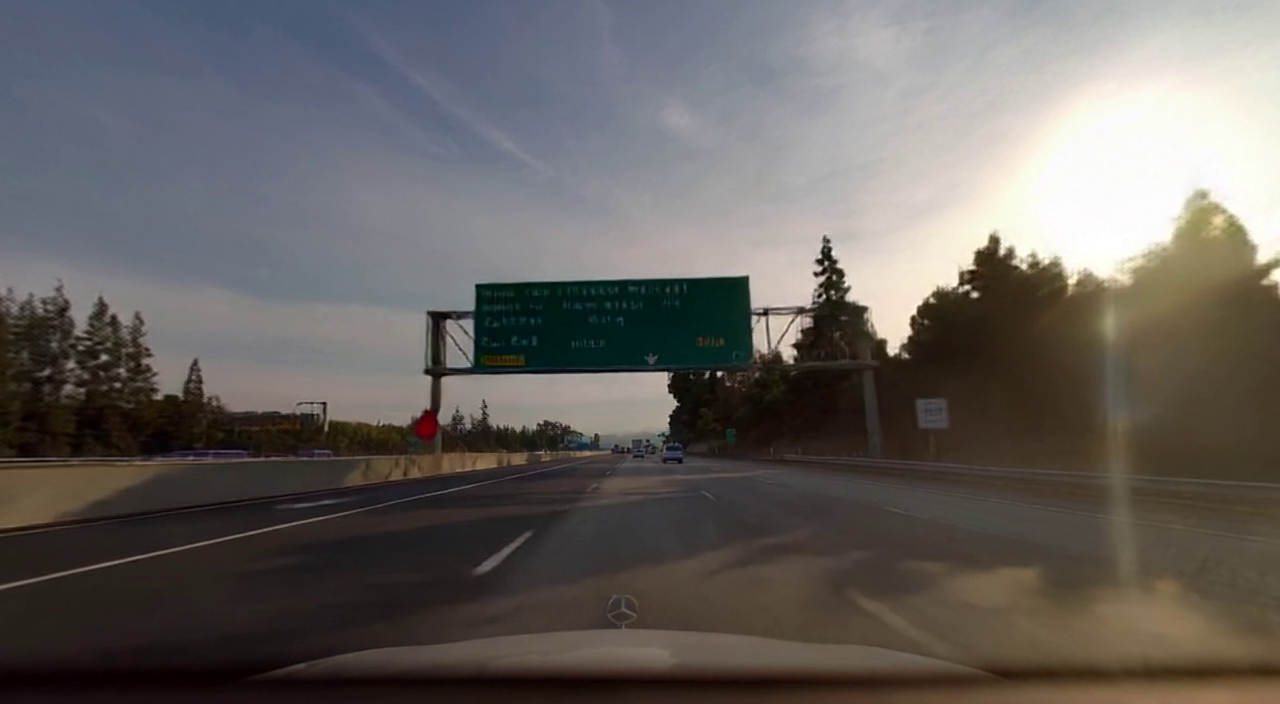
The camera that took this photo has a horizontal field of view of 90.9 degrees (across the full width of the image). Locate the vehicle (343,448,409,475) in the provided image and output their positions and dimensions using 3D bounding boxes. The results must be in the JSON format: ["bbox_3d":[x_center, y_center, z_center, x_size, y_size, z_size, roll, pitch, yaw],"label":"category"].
[{"bbox_3d":[-15.653,6.513,37.657,1.903,1.486,4.666,0,-9,1],"label":"vehicle"}]
